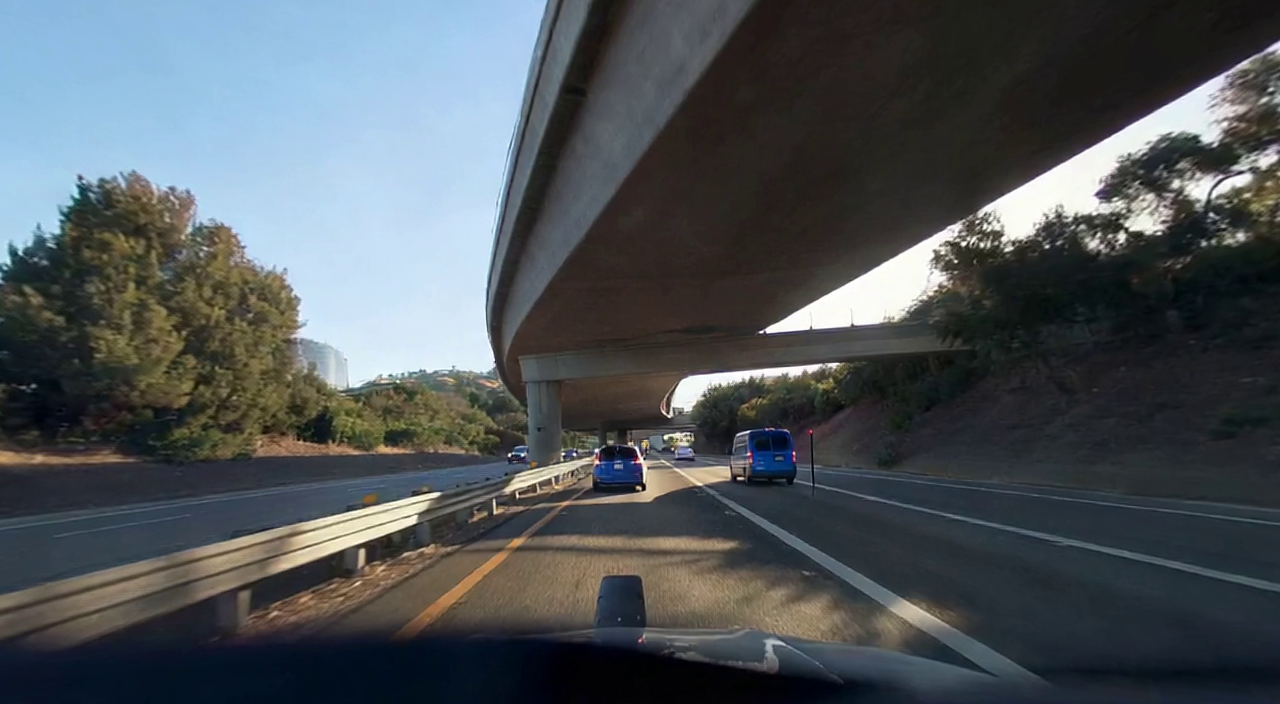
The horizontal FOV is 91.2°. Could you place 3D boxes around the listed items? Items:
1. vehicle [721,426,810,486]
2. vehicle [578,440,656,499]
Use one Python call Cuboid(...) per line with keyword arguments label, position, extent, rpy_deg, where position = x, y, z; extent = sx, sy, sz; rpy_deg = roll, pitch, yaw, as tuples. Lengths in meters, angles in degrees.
Cuboid(label="vehicle", position=(4.503, 3.853, 23.378), extent=(2.261, 1.952, 4.784), rpy_deg=(0, -9, -1))
Cuboid(label="vehicle", position=(-0.604, 3.340, 18.161), extent=(2.029, 1.483, 3.769), rpy_deg=(0, -9, 0))
